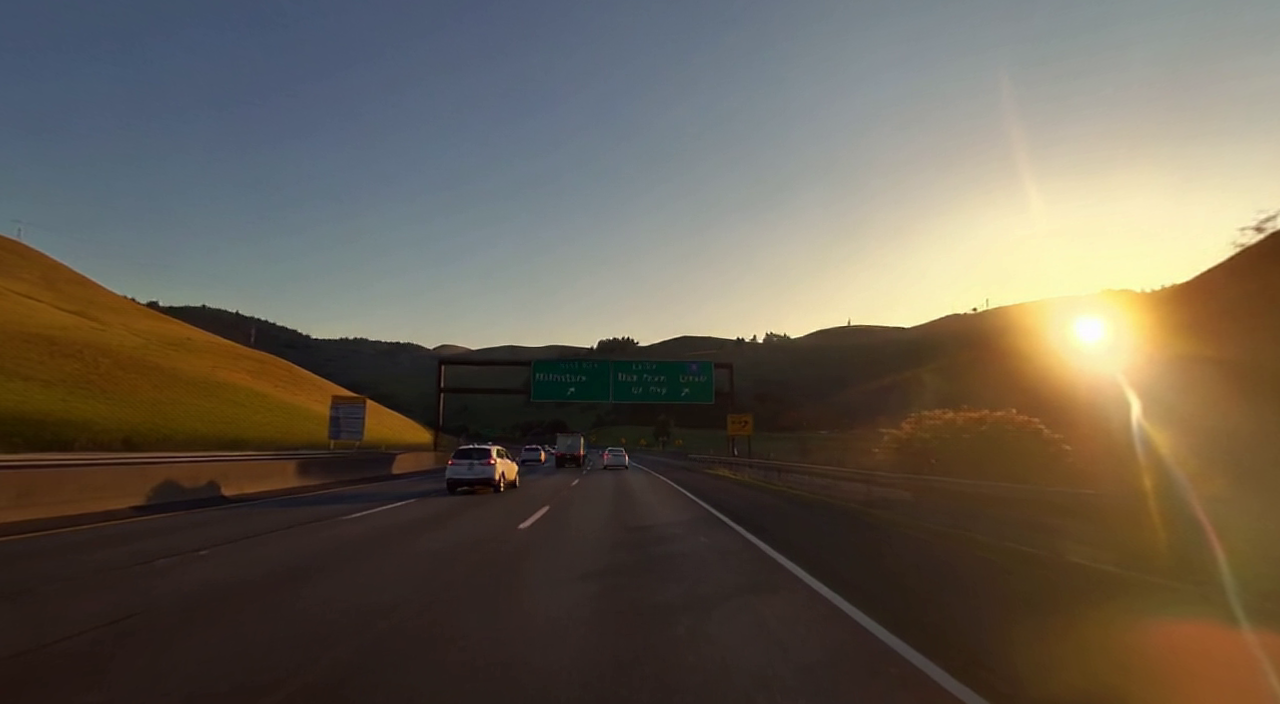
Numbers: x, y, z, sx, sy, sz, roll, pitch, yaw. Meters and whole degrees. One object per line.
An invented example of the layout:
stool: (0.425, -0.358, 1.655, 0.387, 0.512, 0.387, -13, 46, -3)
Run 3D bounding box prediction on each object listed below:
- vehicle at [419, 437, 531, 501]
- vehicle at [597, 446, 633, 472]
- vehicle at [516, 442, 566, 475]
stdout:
vehicle: (-4.679, 3.386, 18.643, 2.208, 1.619, 4.162, 0, -9, 0)
vehicle: (-1.547, 6.297, 37.375, 1.988, 1.440, 4.201, 0, -9, -4)
vehicle: (-5.270, 5.731, 34.039, 2.118, 1.624, 4.032, 0, -9, -2)
